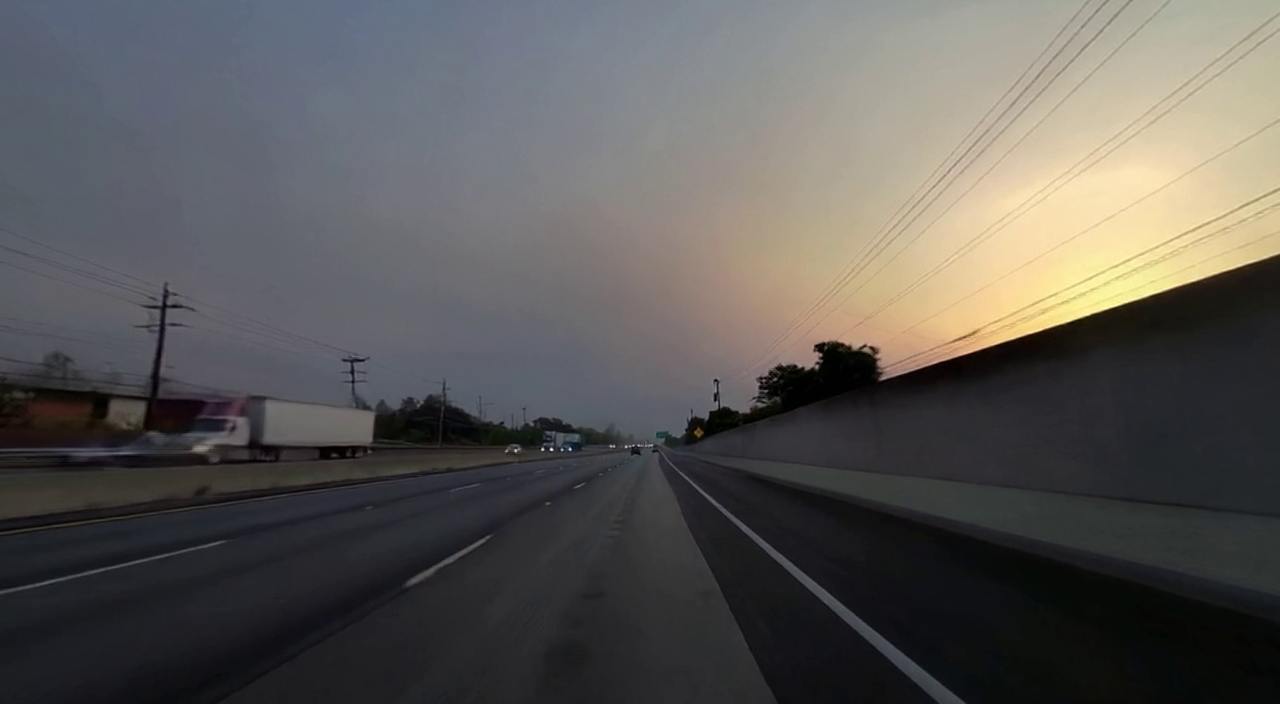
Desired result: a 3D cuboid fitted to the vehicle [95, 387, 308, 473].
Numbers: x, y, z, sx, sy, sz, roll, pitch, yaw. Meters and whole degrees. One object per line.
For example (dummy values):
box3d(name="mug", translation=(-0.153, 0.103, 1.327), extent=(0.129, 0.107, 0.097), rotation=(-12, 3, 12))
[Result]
box3d(name="vehicle", translation=(-22.844, 4.377, 34.255), extent=(2.992, 3.863, 11.569), rotation=(0, -9, 1))
